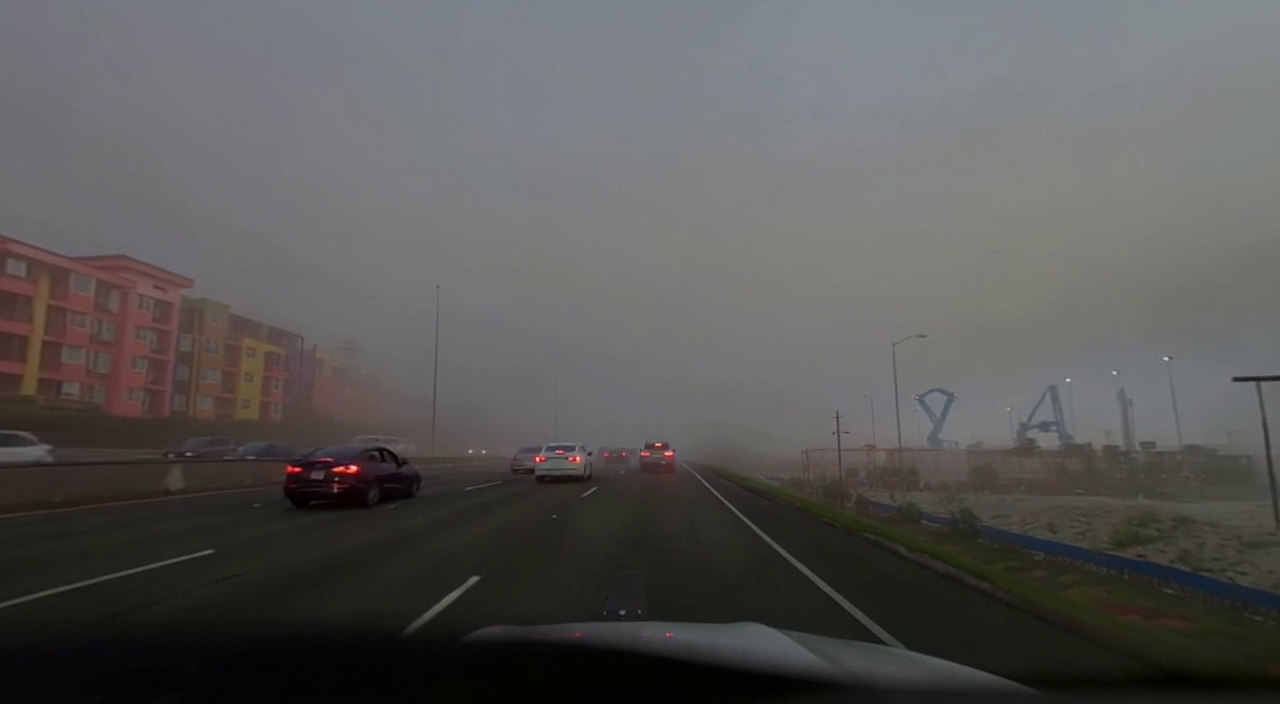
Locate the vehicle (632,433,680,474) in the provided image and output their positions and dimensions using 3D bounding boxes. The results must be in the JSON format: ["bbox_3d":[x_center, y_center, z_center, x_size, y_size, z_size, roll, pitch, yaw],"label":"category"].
[{"bbox_3d":[0.773,4.831,30.101,2.116,1.763,4.352,0,-8,2],"label":"vehicle"}]

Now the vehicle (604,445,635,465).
[{"bbox_3d":[-1.588,8.000,49.190,2.029,1.497,3.960,0,-8,4],"label":"vehicle"}]

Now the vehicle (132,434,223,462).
[{"bbox_3d":[-29.628,6.159,40.549,1.971,1.678,4.886,0,-8,3],"label":"vehicle"}]

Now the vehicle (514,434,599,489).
[{"bbox_3d":[-2.716,3.727,21.751,2.109,1.657,4.554,0,-8,3],"label":"vehicle"}]

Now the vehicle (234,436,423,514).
[{"bbox_3d":[-6.854,2.729,14.531,1.959,1.486,4.460,0,-8,2],"label":"vehicle"}]
